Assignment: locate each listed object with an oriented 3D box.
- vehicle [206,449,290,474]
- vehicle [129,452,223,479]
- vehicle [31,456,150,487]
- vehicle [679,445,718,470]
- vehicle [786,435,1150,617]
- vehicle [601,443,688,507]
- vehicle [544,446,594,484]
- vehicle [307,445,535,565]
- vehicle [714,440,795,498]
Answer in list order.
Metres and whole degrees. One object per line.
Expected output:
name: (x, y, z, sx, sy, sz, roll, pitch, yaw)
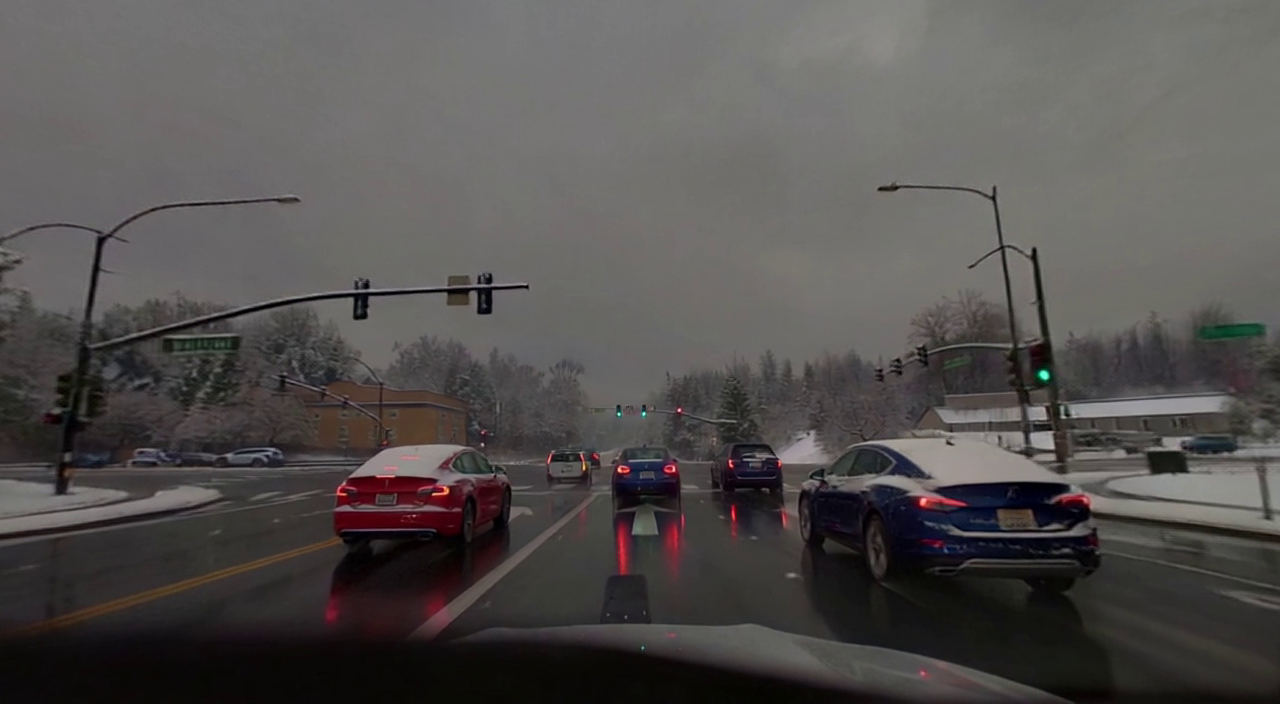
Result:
vehicle: (-29.162, 8.126, 46.989, 4.916, 1.793, 2.082, -1, -9, 3)
vehicle: (-30.275, 7.383, 41.201, 4.427, 1.629, 2.213, -1, -9, 2)
vehicle: (-29.694, 6.457, 34.149, 4.551, 1.533, 2.070, -1, -8, 1)
vehicle: (4.015, 7.309, 44.015, 2.138, 1.624, 4.417, 0, -9, -1)
vehicle: (3.342, 1.836, 7.748, 1.951, 1.522, 4.614, 0, -8, 0)
vehicle: (0.062, 3.396, 17.851, 2.144, 1.563, 4.218, 0, -9, -1)
vehicle: (-3.205, 5.052, 28.515, 2.089, 1.537, 4.073, 1, -9, -6)
vehicle: (-3.122, 2.256, 10.164, 2.015, 1.478, 4.407, -1, -8, 1)
vehicle: (3.703, 3.849, 21.112, 1.938, 1.732, 4.006, 0, -9, 0)
